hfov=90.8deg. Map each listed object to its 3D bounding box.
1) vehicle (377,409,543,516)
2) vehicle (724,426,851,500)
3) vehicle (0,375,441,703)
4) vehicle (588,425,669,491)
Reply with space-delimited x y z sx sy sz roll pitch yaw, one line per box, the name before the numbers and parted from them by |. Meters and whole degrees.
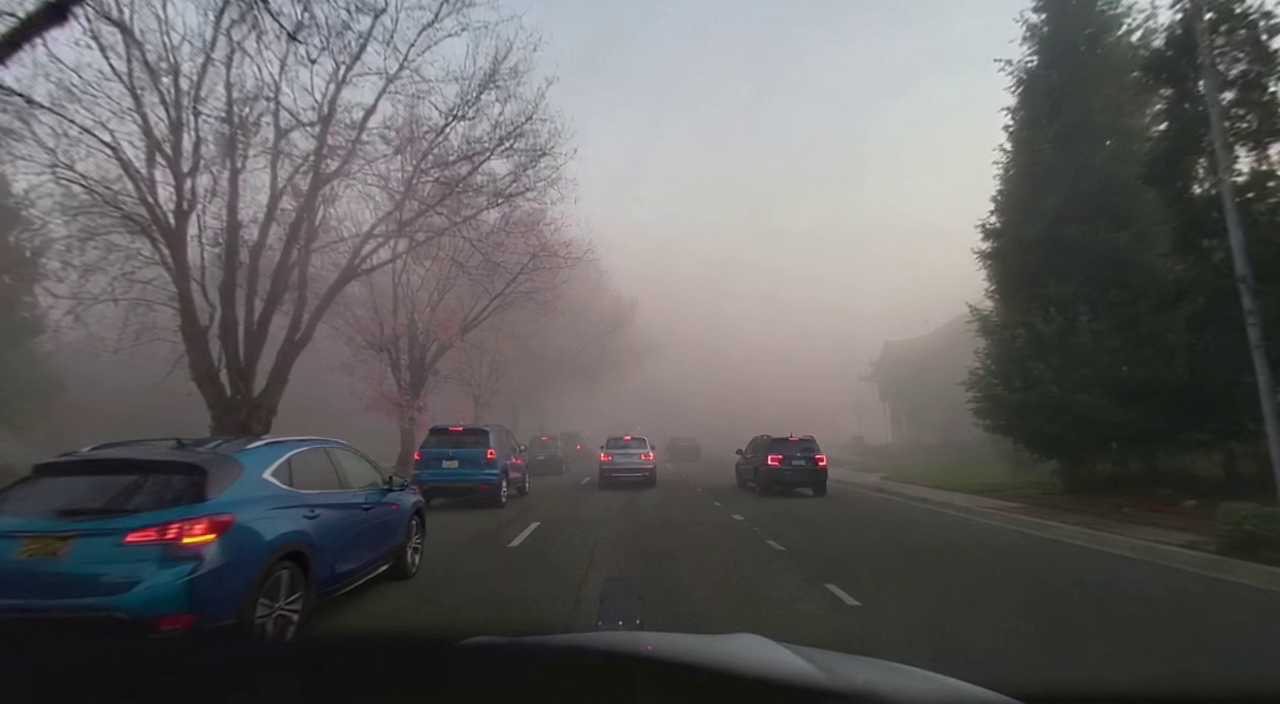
vehicle | -3.651 2.375 13.996 2.304 1.928 4.833 0 -8 -1
vehicle | 3.707 2.889 16.887 2.188 1.685 4.604 0 -8 -1
vehicle | -3.138 1.183 4.412 2.074 1.566 4.392 0 -8 0
vehicle | -0.329 3.051 18.430 2.112 1.693 4.058 0 -8 -1
